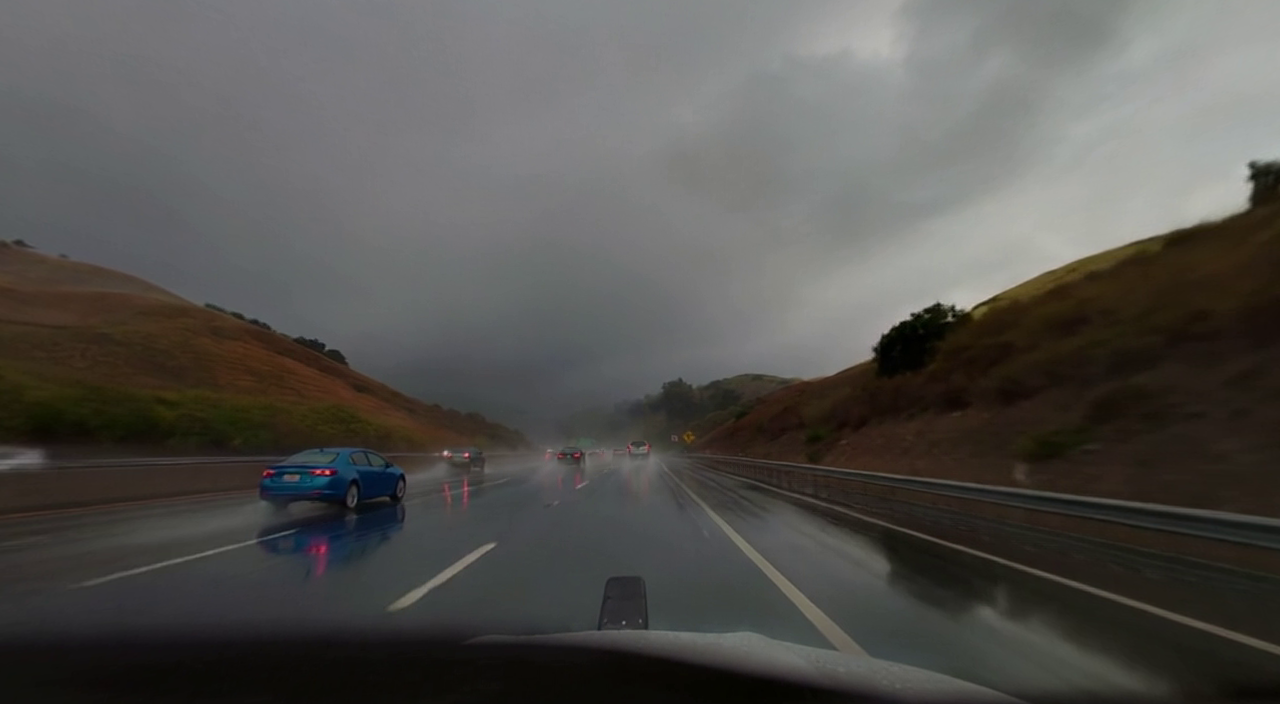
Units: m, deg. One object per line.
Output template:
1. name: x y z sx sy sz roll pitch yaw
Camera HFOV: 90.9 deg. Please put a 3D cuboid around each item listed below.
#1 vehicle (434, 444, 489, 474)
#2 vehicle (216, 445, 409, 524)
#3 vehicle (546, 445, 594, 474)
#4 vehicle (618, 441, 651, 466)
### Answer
1. vehicle: -11.124 6.662 39.625 2.025 1.750 4.505 0 -8 1
2. vehicle: -6.955 2.813 14.040 1.991 1.441 4.265 0 -8 0
3. vehicle: -3.860 5.987 35.413 2.144 1.505 4.649 0 -8 0
4. vehicle: -0.378 7.148 44.537 2.225 1.674 4.044 0 -8 -1
